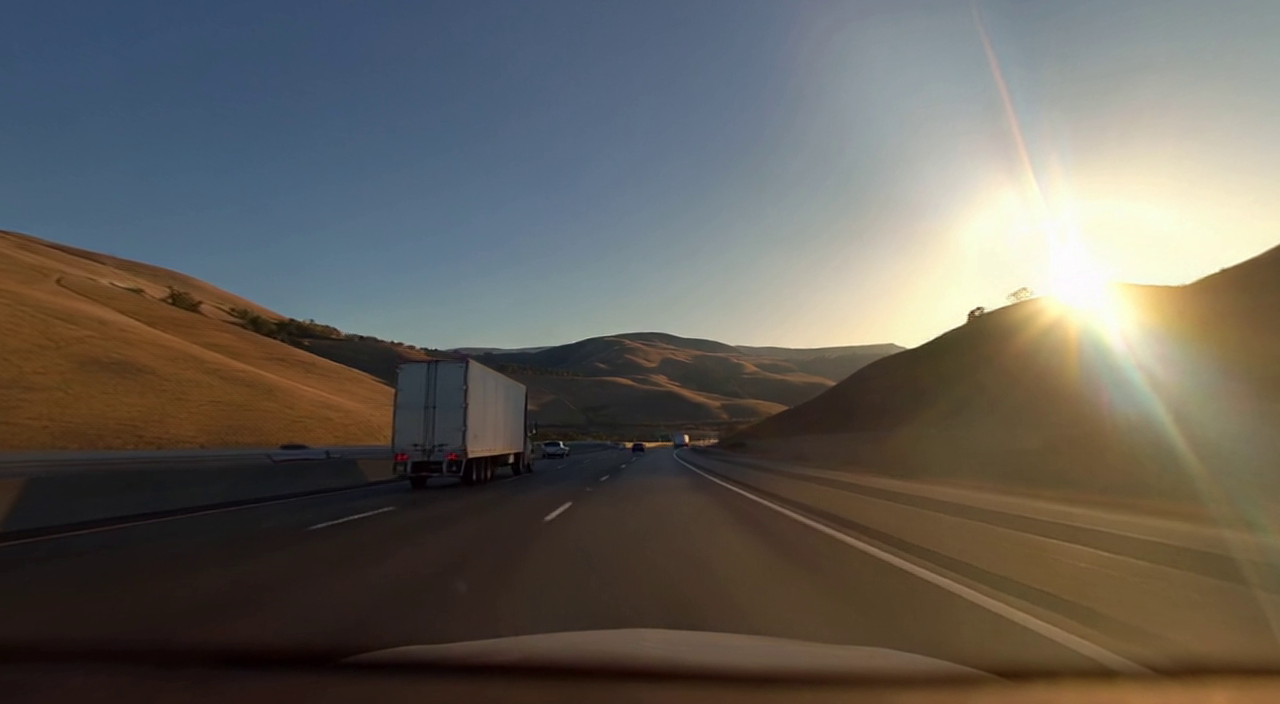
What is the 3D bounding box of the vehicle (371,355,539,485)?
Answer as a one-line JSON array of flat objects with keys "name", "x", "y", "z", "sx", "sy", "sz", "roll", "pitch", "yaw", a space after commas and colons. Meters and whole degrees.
[{"name": "vehicle", "x": -6.392, "y": 2.821, "z": 24.321, "sx": 2.981, "sy": 3.860, "sz": 11.022, "roll": 0, "pitch": -8, "yaw": 1}]
